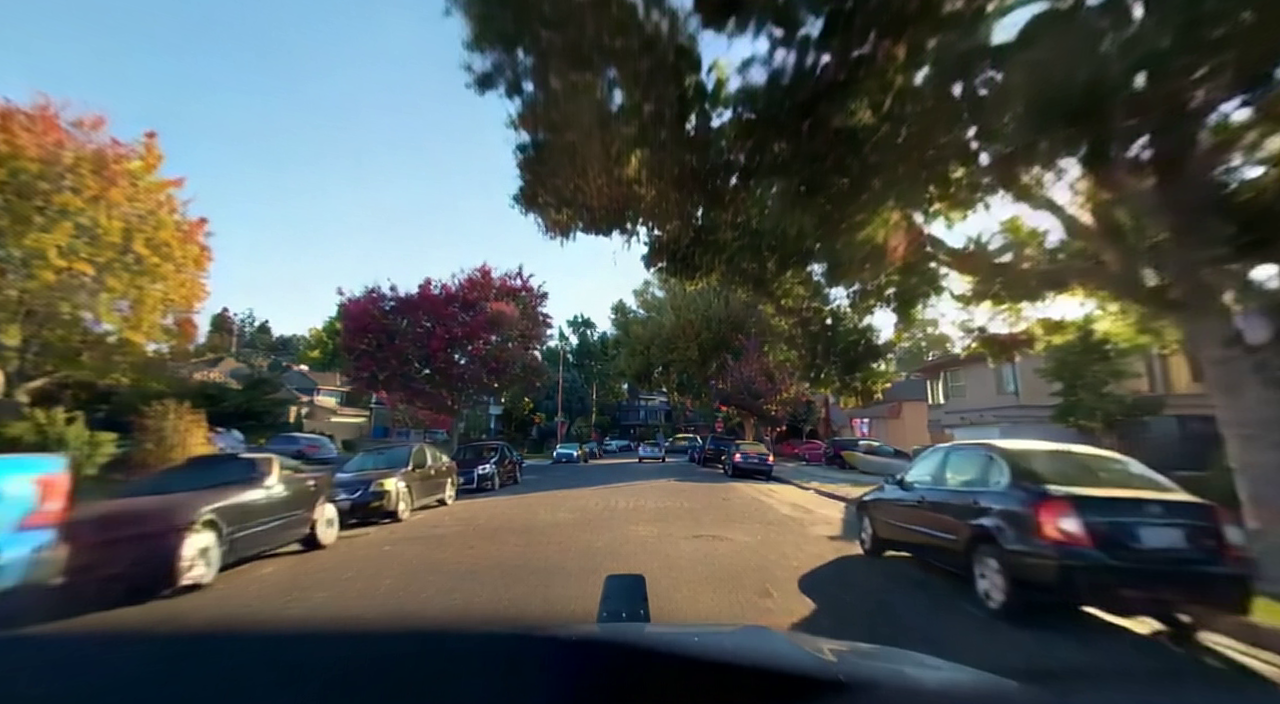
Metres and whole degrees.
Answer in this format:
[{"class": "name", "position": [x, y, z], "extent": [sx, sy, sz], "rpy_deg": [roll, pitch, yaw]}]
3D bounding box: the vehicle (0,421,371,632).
[{"class": "vehicle", "position": [-4.806, 1.561, 6.715], "extent": [1.791, 1.483, 4.339], "rpy_deg": [0, -8, 2]}]

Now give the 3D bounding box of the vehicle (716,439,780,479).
[{"class": "vehicle", "position": [4.334, 4.375, 25.914], "extent": [1.876, 1.477, 4.324], "rpy_deg": [0, -8, 0]}]

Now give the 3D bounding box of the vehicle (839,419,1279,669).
[{"class": "vehicle", "position": [3.769, 1.539, 6.270], "extent": [2.068, 1.558, 4.511], "rpy_deg": [0, -8, 0]}]

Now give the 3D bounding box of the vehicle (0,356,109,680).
[{"class": "vehicle", "position": [-4.769, 0.676, 1.837], "extent": [2.162, 1.857, 4.758], "rpy_deg": [2, -8, 0]}]

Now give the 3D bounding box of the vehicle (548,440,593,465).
[{"class": "vehicle", "position": [-4.259, 6.253, 39.196], "extent": [1.999, 1.441, 4.628], "rpy_deg": [-1, -8, 3]}]

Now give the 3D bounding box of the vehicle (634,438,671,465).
[{"class": "vehicle", "position": [0.732, 5.856, 37.015], "extent": [2.010, 1.499, 4.107], "rpy_deg": [0, -8, 1]}]

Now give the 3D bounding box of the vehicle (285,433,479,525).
[{"class": "vehicle", "position": [-4.819, 2.408, 12.534], "extent": [1.876, 1.500, 4.361], "rpy_deg": [0, -8, 2]}]
